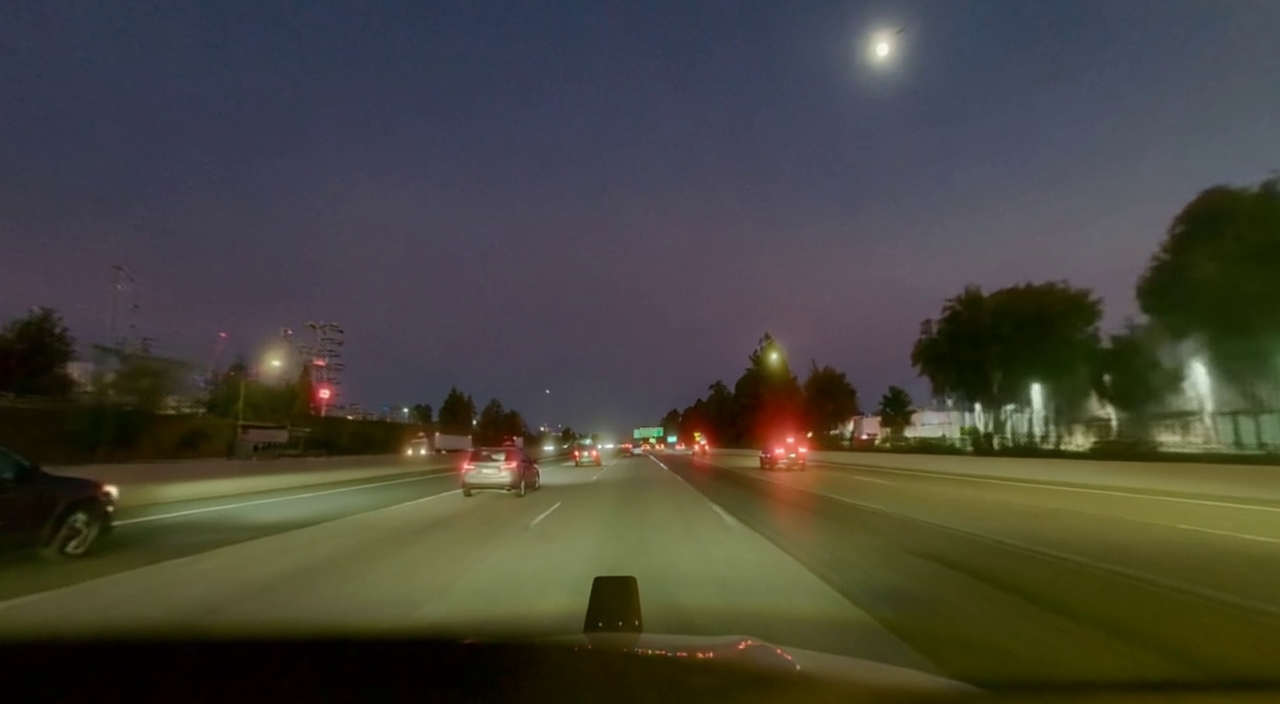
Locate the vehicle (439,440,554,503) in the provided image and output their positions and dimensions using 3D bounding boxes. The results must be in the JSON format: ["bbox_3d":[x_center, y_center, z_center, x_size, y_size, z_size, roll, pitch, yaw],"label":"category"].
[{"bbox_3d":[-3.693,3.174,17.212,2.047,1.469,4.614,0,-9,0],"label":"vehicle"}]

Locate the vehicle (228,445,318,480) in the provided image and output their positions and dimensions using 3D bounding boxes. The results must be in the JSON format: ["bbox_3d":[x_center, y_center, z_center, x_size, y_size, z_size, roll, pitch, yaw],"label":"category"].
[{"bbox_3d":[-20.580,6.196,35.766,2.036,1.785,5.061,0,-9,0],"label":"vehicle"}]

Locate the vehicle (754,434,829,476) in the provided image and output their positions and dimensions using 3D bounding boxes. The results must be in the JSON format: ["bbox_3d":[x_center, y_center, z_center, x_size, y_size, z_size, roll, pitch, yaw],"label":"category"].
[{"bbox_3d":[6.822,4.713,29.081,2.147,1.769,4.666,0,-9,-2],"label":"vehicle"}]

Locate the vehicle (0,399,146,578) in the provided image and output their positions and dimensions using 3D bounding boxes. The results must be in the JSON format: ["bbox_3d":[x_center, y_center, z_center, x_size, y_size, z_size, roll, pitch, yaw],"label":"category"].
[{"bbox_3d":[-7.595,1.266,5.647,2.310,1.787,4.955,0,-9,0],"label":"vehicle"}]

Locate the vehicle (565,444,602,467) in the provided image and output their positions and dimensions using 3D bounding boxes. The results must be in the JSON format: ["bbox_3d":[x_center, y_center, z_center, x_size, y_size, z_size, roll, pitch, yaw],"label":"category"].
[{"bbox_3d":[-3.770,6.991,42.817,2.078,1.464,4.093,0,-9,0],"label":"vehicle"}]
